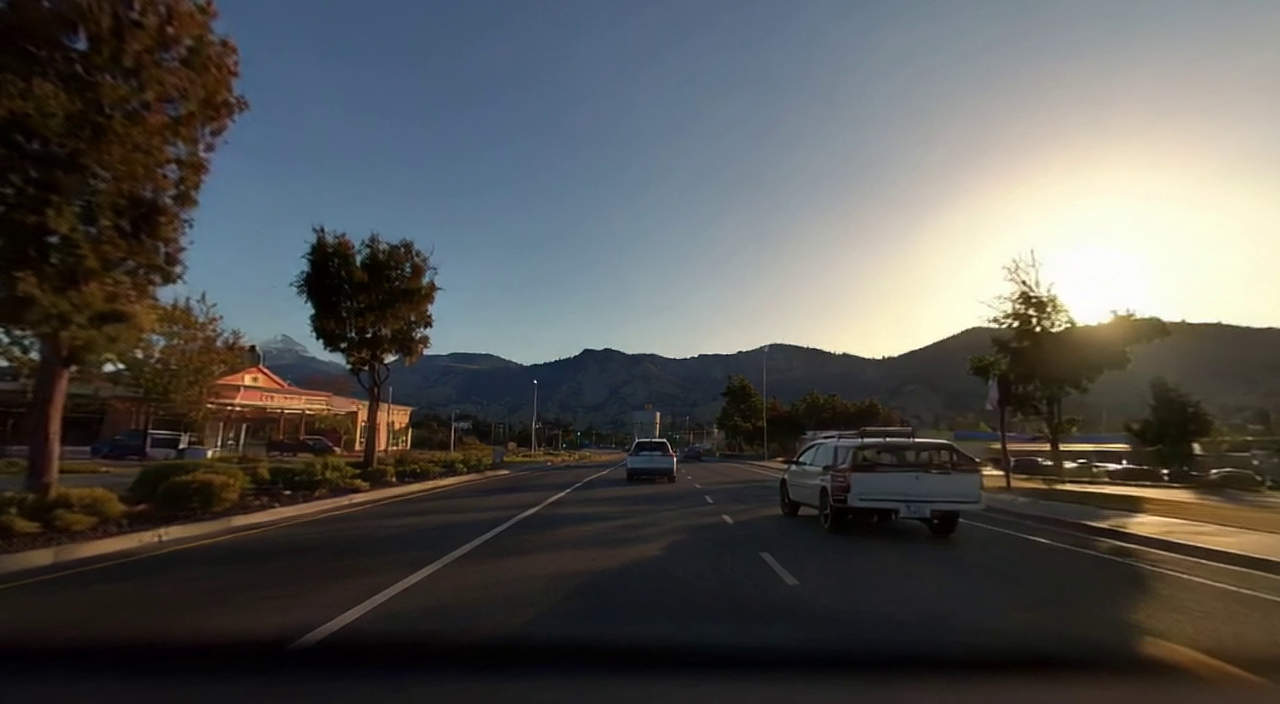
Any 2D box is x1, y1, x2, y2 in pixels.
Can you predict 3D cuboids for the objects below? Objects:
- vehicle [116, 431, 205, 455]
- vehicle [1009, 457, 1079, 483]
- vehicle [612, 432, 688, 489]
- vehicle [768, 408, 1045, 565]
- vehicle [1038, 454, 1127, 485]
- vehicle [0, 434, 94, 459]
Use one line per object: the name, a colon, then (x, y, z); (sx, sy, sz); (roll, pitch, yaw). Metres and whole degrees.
vehicle: (-35.363, 6.731, 46.469); (4.786, 1.697, 1.895); (4, -9, -24)
vehicle: (24.917, 7.261, 38.865); (1.751, 1.439, 3.847); (0, -8, -1)
vehicle: (0.292, 3.443, 20.245); (2.193, 1.651, 3.946); (0, -8, 0)
vehicle: (3.372, 1.794, 9.149); (2.010, 1.692, 4.516); (0, -8, 0)
vehicle: (27.438, 7.271, 39.138); (2.108, 1.735, 4.476); (0, -8, -3)
vehicle: (-35.707, 5.624, 37.272); (4.425, 1.423, 1.949); (4, -9, -23)
